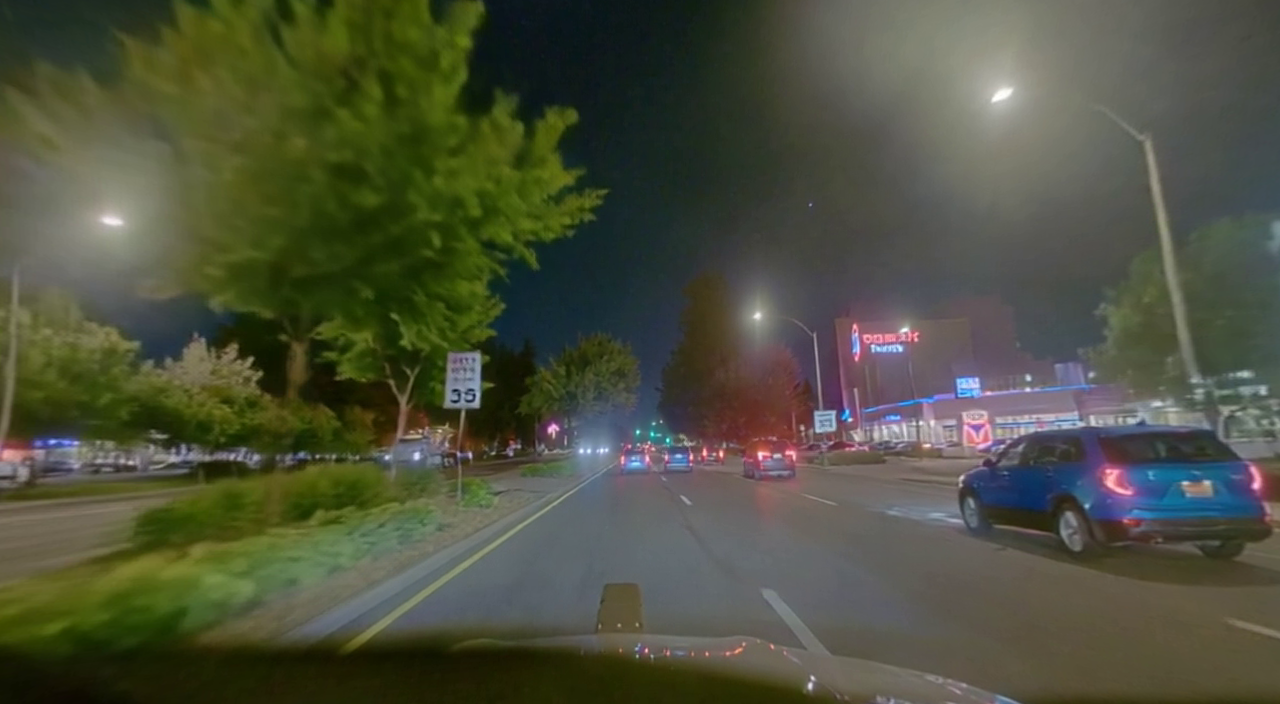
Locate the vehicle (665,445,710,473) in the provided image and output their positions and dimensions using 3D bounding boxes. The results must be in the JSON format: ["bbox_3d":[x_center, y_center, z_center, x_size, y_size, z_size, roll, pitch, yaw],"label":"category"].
[{"bbox_3d":[2.431,5.599,33.282,1.970,1.402,3.756,0,-8,-2],"label":"vehicle"}]

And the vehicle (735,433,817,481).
[{"bbox_3d":[5.499,4.334,26.309,2.140,1.811,4.593,0,-8,-3],"label":"vehicle"}]

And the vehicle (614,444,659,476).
[{"bbox_3d":[-0.180,5.138,30.286,2.056,1.440,3.798,0,-8,-1],"label":"vehicle"}]

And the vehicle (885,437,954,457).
[{"bbox_3d":[20.488,6.989,46.452,4.083,1.441,2.008,0,-8,-1],"label":"vehicle"}]

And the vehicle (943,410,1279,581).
[{"bbox_3d":[6.053,1.714,8.348,1.949,1.647,4.261,0,-8,0],"label":"vehicle"}]
